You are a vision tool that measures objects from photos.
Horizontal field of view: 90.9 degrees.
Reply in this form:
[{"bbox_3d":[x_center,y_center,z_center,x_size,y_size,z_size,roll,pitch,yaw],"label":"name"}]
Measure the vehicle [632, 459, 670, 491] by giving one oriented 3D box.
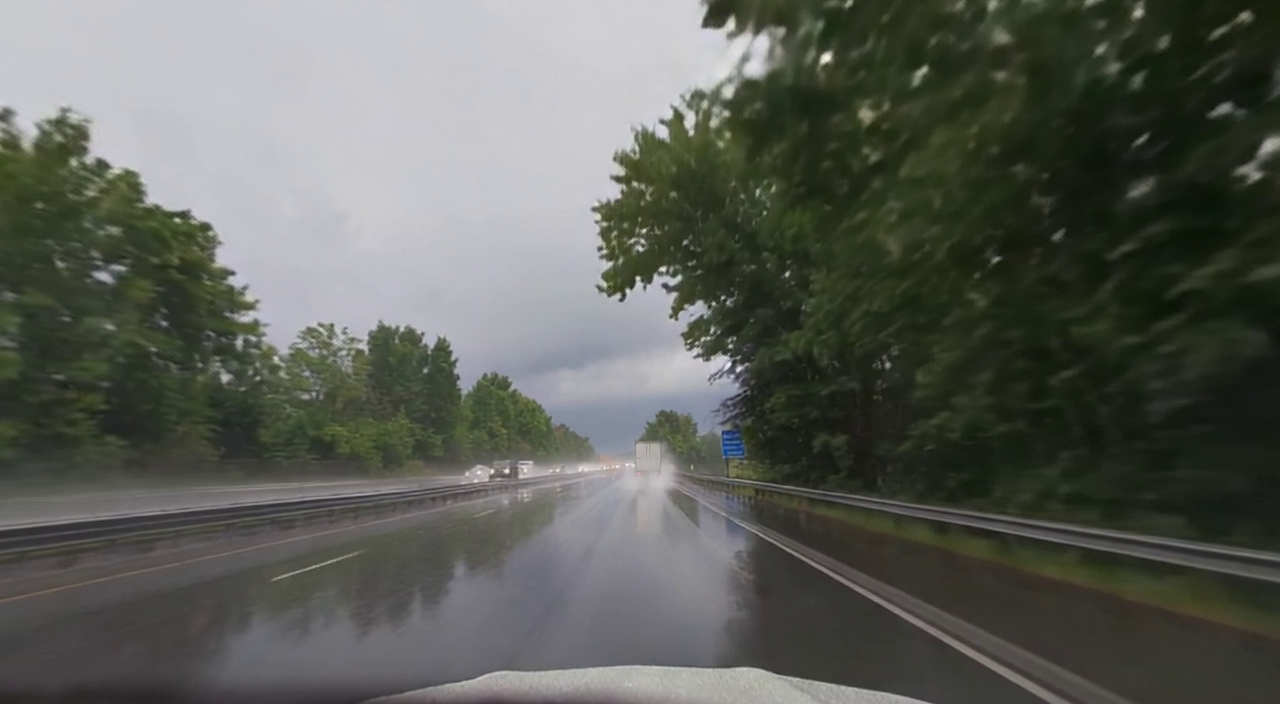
[{"bbox_3d":[0.620,7.088,36.338,2.048,1.663,4.377,1,-10,0],"label":"vehicle"}]
